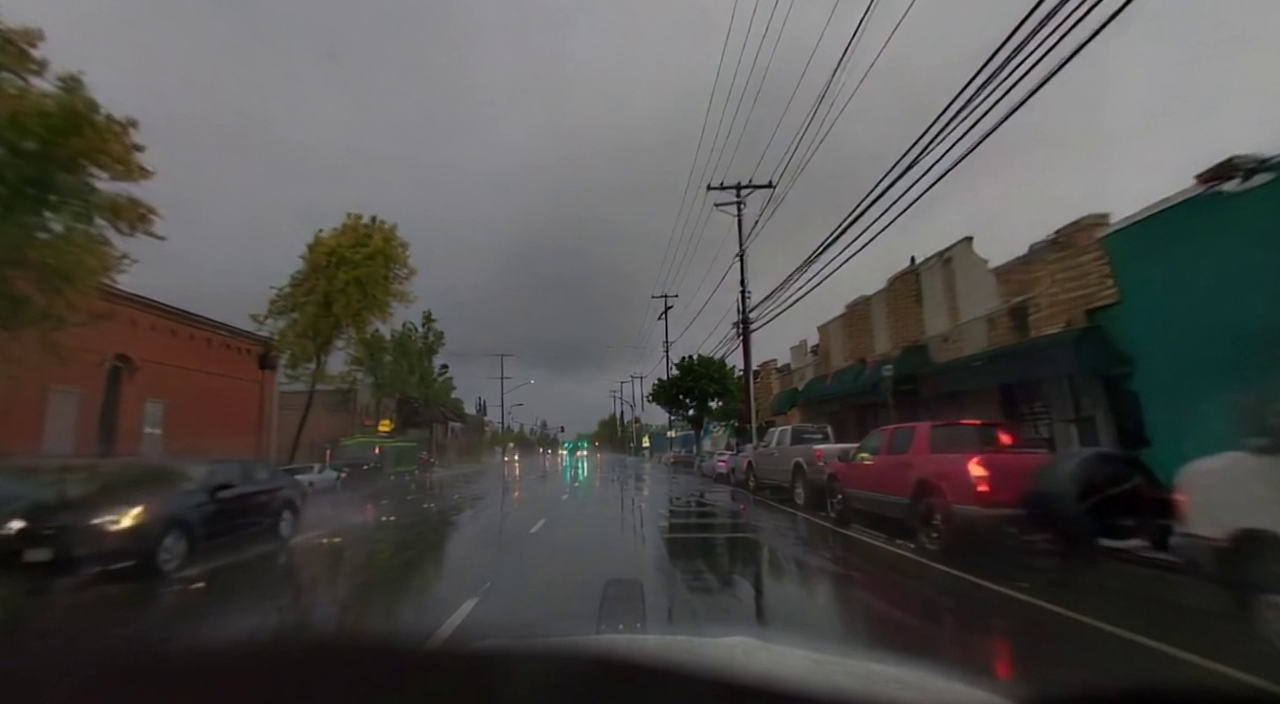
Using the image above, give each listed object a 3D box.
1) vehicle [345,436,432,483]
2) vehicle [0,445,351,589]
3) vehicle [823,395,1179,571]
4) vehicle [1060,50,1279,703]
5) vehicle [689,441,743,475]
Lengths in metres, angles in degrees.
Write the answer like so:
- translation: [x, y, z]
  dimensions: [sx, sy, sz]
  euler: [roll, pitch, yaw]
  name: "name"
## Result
- translation: [-12.545, 5.430, 31.955]
  dimensions: [2.236, 2.057, 5.416]
  euler: [-2, -10, -1]
  name: "vehicle"
- translation: [-5.986, 2.063, 8.912]
  dimensions: [1.925, 1.479, 4.444]
  euler: [0, -8, -3]
  name: "vehicle"
- translation: [4.499, 1.727, 9.171]
  dimensions: [1.897, 1.804, 5.164]
  euler: [0, -8, -3]
  name: "vehicle"
- translation: [4.666, -0.214, 0.624]
  dimensions: [2.815, 3.203, 7.558]
  euler: [0, -8, -4]
  name: "vehicle"
- translation: [3.540, 4.988, 29.995]
  dimensions: [1.805, 1.504, 4.089]
  euler: [0, -8, -4]
  name: "vehicle"
